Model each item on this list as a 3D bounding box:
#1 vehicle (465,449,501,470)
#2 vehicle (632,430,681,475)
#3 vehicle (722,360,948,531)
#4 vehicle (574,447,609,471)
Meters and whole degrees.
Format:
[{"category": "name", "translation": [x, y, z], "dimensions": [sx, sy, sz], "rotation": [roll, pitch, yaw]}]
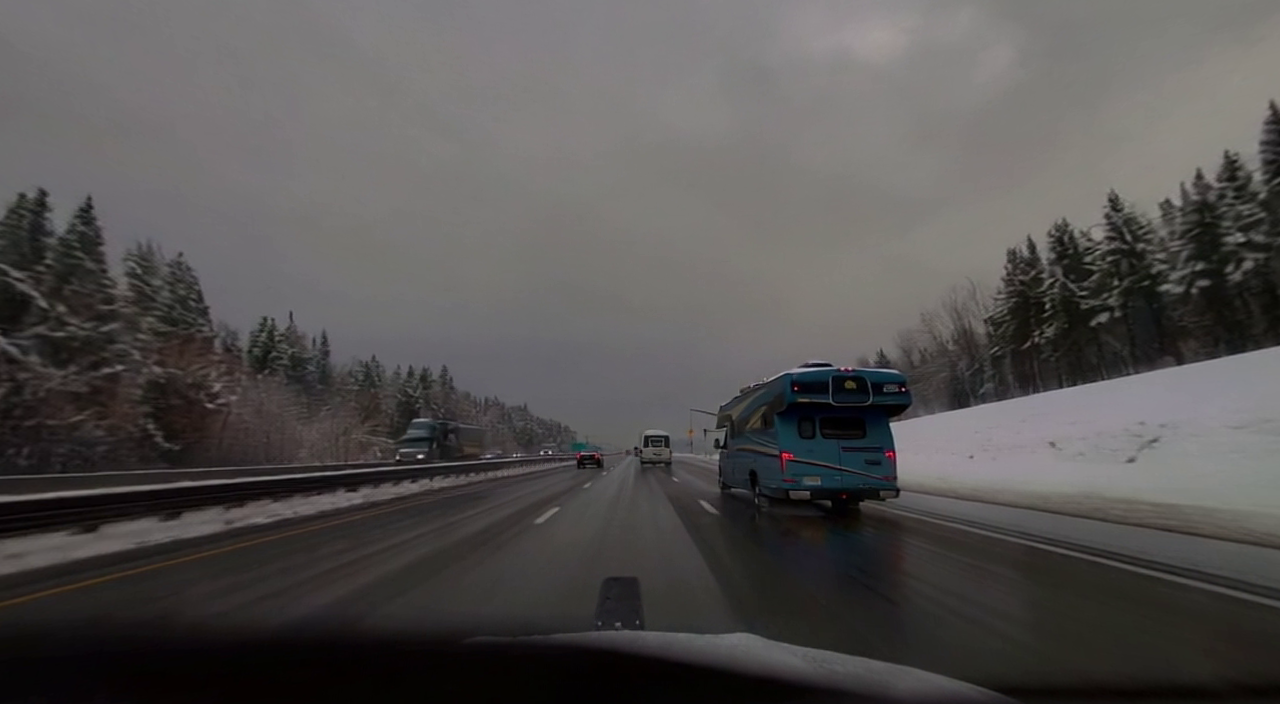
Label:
[{"category": "vehicle", "translation": [-11.381, 7.808, 45.843], "dimensions": [1.642, 1.440, 3.574], "rotation": [-1, -9, 1]}, {"category": "vehicle", "translation": [0.848, 5.629, 35.314], "dimensions": [2.524, 2.310, 4.986], "rotation": [0, -9, 0]}, {"category": "vehicle", "translation": [3.785, 2.128, 14.438], "dimensions": [2.607, 2.910, 7.252], "rotation": [0, -9, -2]}, {"category": "vehicle", "translation": [-3.306, 7.367, 43.659], "dimensions": [1.959, 1.502, 4.559], "rotation": [0, -9, 1]}]
